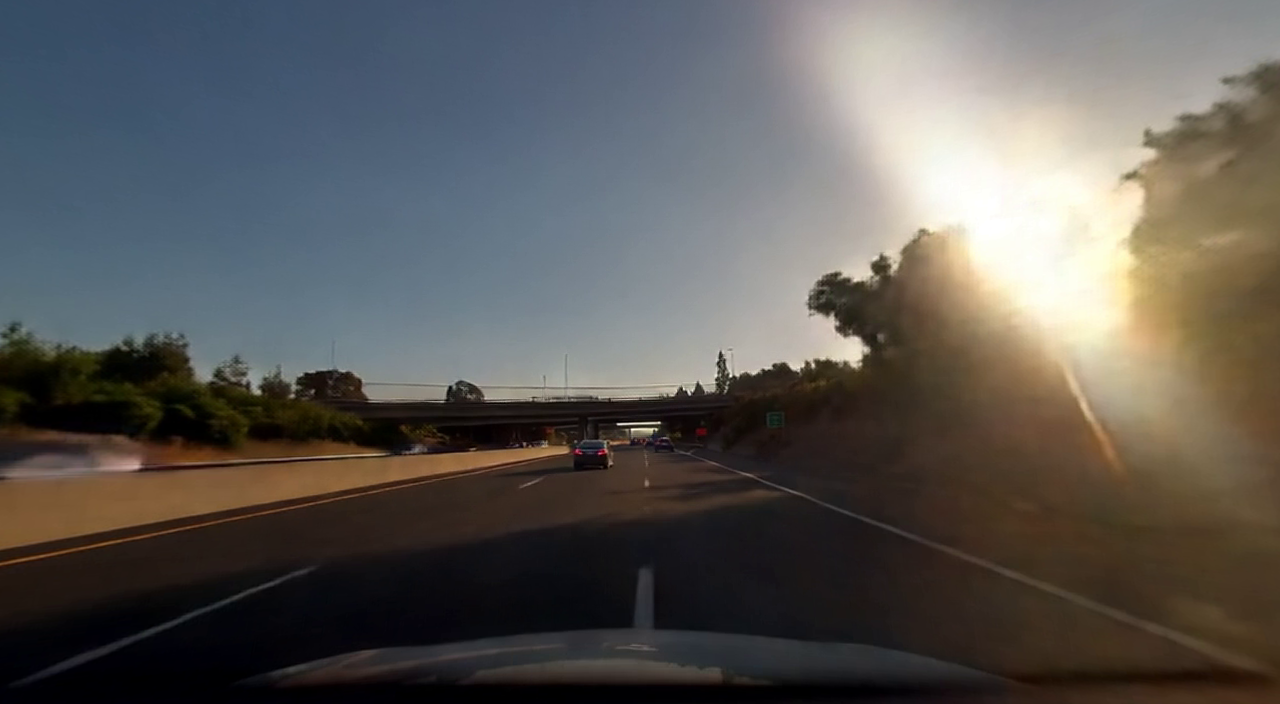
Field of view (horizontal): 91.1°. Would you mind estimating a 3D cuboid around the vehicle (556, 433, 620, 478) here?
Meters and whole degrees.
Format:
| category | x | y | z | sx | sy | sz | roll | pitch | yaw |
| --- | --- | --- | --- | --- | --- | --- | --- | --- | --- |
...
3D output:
| category | x | y | z | sx | sy | sz | roll | pitch | yaw |
| --- | --- | --- | --- | --- | --- | --- | --- | --- | --- |
| vehicle | -1.908 | 3.944 | 24.361 | 2.039 | 1.589 | 4.324 | 0 | -8 | 1 |
